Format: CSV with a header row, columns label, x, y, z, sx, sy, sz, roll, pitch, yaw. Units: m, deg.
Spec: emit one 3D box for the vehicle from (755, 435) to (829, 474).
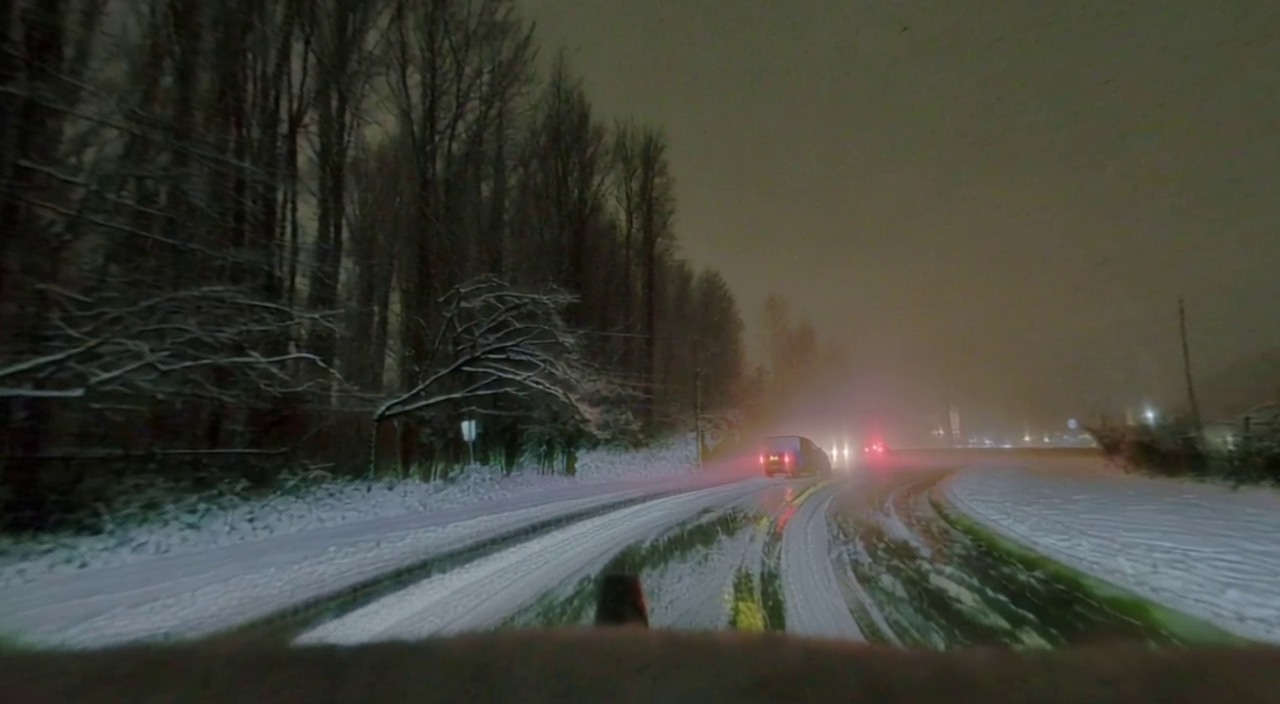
label,x,y,z,sx,sy,sz,roll,pitch,yaw
vehicle,7.728,5.152,31.705,1.988,1.789,4.257,-5,-10,38
